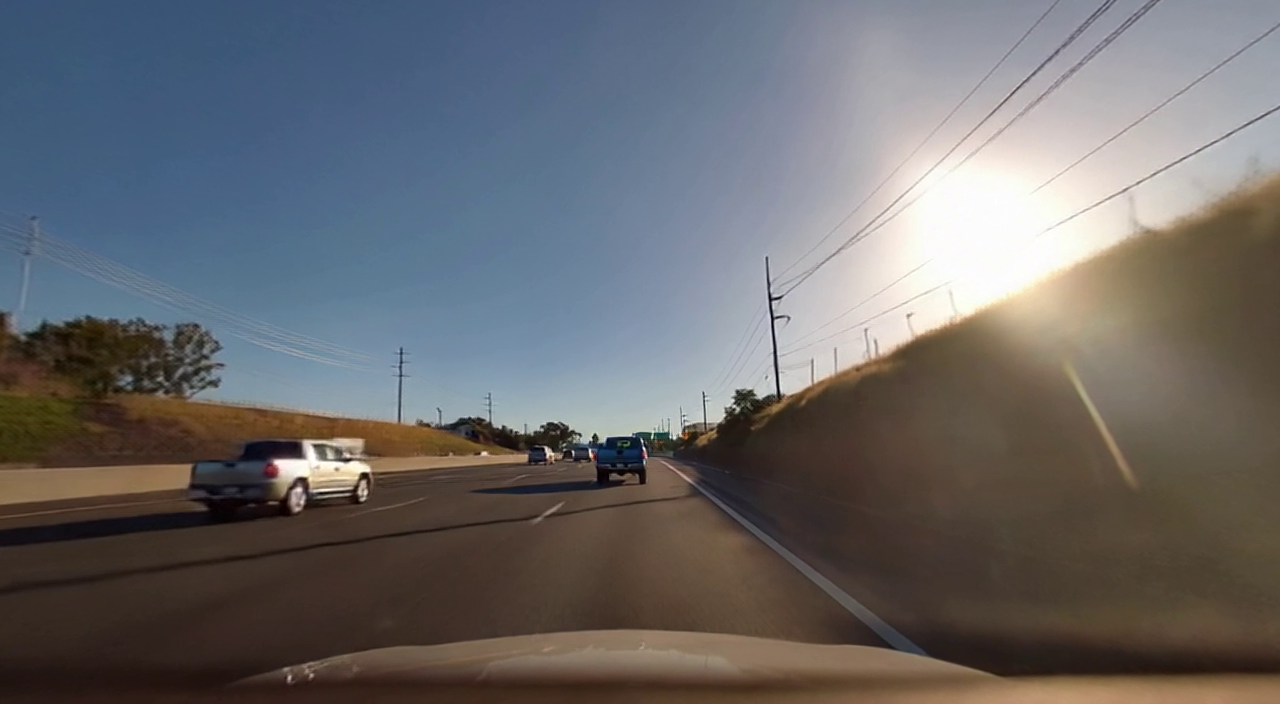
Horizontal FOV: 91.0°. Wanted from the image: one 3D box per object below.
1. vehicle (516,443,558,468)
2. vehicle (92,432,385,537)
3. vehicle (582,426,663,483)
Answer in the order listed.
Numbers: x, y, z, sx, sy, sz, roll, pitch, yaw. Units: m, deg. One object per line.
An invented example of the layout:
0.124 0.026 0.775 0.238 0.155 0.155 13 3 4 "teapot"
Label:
-7.105 7.149 43.693 2.055 1.618 4.457 0 -9 1 "vehicle"
-7.147 2.401 12.175 2.189 1.553 5.202 0 -9 1 "vehicle"
-0.651 4.232 26.225 2.972 2.087 6.126 0 -9 0 "vehicle"
